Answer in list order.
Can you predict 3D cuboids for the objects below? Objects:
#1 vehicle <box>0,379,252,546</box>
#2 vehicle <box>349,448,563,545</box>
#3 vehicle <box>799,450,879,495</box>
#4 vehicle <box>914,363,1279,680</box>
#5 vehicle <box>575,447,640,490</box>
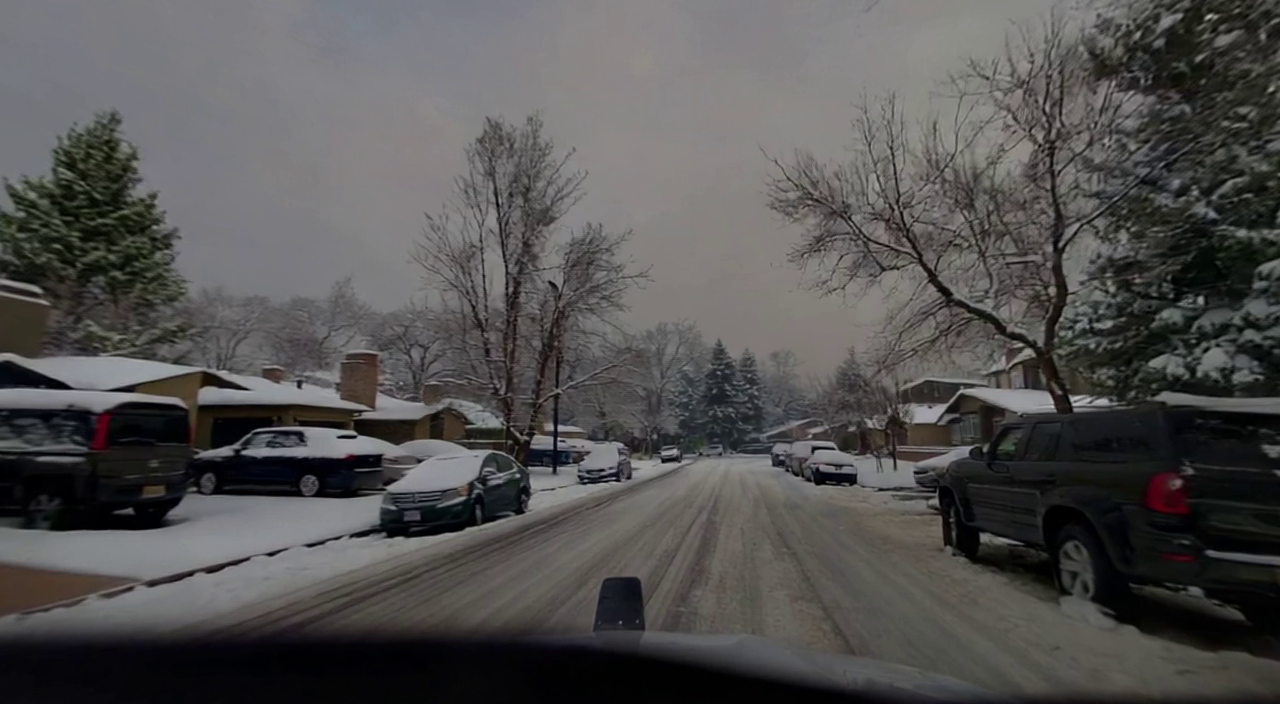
[{"bbox_3d":[-9.378,1.568,9.453,5.734,2.066,2.387,-1,-8,8],"label":"vehicle"},{"bbox_3d":[-3.204,2.612,12.265,2.189,1.421,4.659,-2,-8,9],"label":"vehicle"},{"bbox_3d":[7.332,4.440,23.810,2.042,1.456,4.903,-1,-8,8],"label":"vehicle"},{"bbox_3d":[4.529,1.335,6.143,2.075,1.882,4.749,-1,-8,7],"label":"vehicle"},{"bbox_3d":[-1.278,4.848,26.634,1.943,1.602,4.172,-2,-8,8],"label":"vehicle"}]
